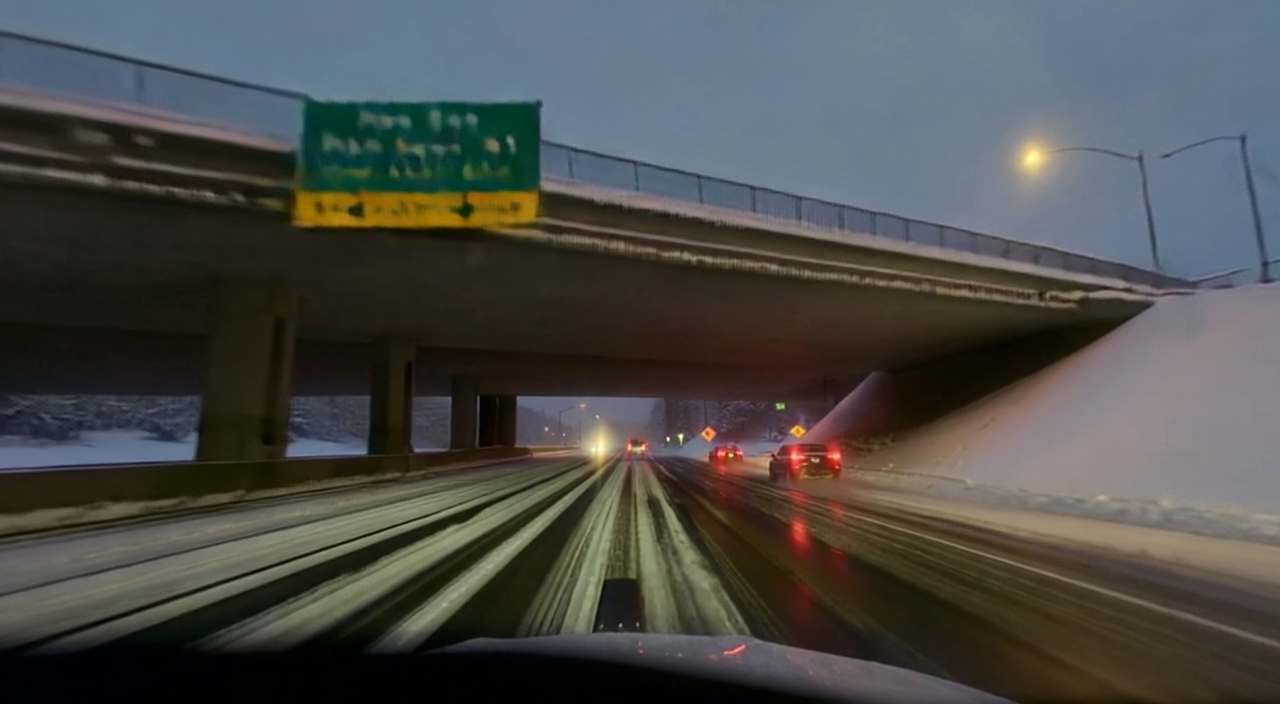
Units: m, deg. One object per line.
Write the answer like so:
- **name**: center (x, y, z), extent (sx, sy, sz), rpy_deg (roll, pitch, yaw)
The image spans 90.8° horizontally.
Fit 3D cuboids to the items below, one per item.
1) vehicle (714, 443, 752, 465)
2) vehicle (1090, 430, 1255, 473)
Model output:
- **vehicle**: center (6.936, 7.640, 47.505), extent (2.075, 1.611, 4.421), rpy_deg (0, -8, -1)
- **vehicle**: center (20.468, 3.854, 24.667), extent (1.821, 1.479, 5.004), rpy_deg (1, -8, -5)
